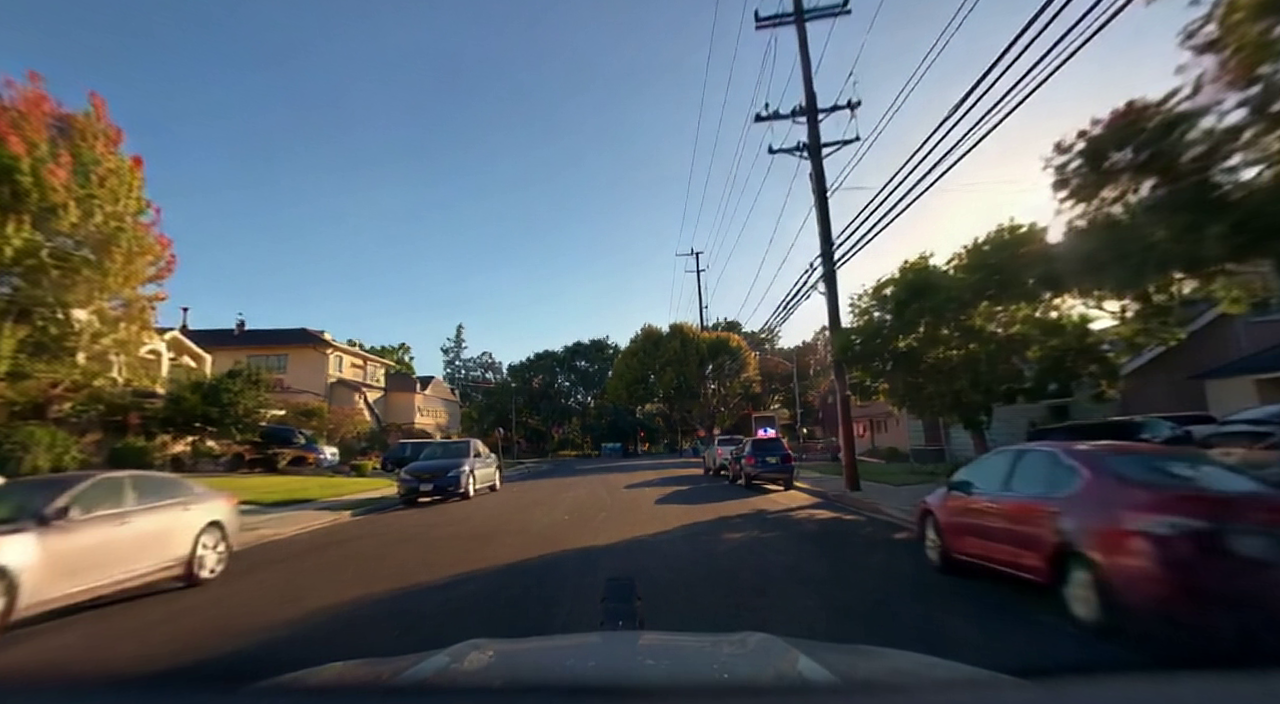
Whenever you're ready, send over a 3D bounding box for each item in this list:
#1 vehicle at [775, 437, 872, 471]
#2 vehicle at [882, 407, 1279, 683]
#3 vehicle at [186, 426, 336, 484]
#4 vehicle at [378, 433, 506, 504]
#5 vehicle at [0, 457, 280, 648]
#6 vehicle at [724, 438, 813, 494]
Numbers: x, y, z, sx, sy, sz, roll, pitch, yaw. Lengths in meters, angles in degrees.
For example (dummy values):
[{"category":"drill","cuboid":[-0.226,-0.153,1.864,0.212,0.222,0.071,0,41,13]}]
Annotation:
[{"category":"vehicle","cuboid":[9.383,5.276,32.372,4.270,1.541,2.069,3,-10,-7]},{"category":"vehicle","cuboid":[4.050,1.417,5.721,2.021,1.563,4.088,0,-9,-1]},{"category":"vehicle","cuboid":[-17.968,4.898,30.179,5.548,2.609,2.235,1,-9,-8]},{"category":"vehicle","cuboid":[-6.027,3.619,20.078,2.322,1.913,5.582,0,-9,-1]},{"category":"vehicle","cuboid":[-6.043,1.828,6.286,2.048,1.438,4.728,-2,-9,1]},{"category":"vehicle","cuboid":[3.889,3.523,19.775,1.848,1.550,4.054,0,-9,-1]}]
